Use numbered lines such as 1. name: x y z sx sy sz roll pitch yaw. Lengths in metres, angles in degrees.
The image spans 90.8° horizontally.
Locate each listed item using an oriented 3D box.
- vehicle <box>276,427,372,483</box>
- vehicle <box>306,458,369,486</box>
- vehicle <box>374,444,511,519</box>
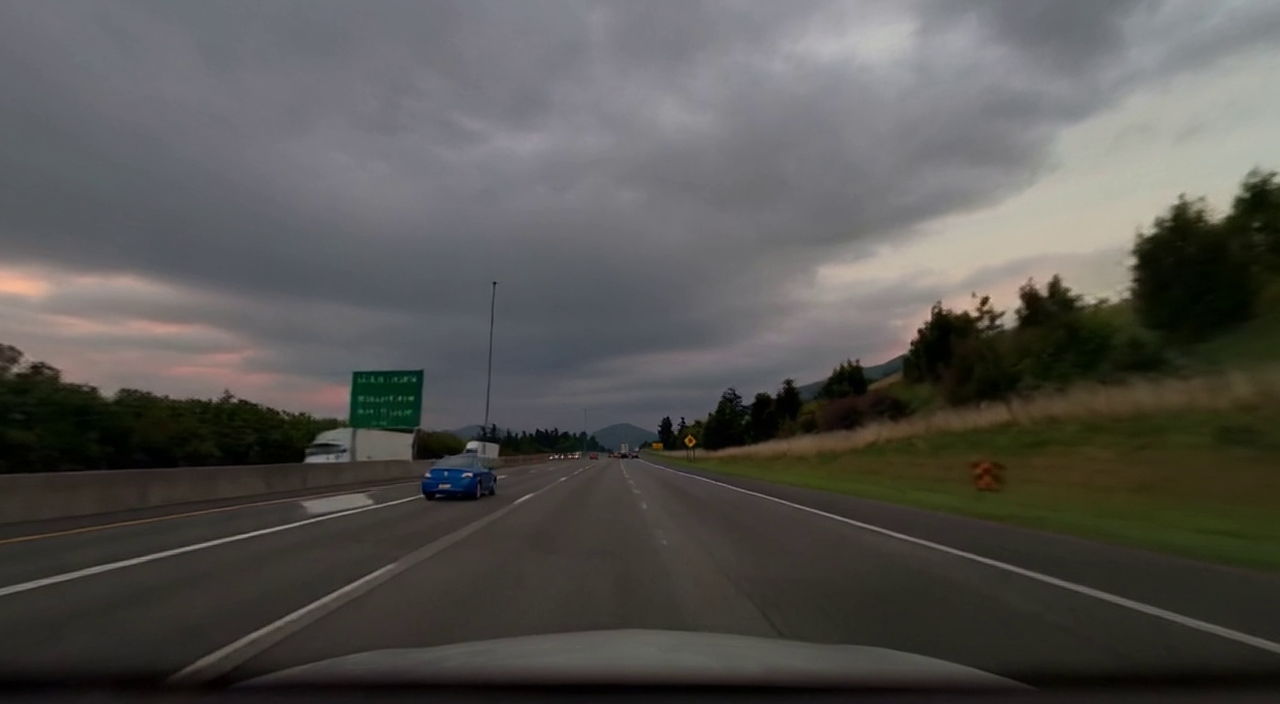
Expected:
1. vehicle: -22.239 7.319 44.914 3.788 3.644 6.022 0 -9 -2
2. vehicle: -17.693 7.012 37.099 1.766 1.456 3.905 0 -9 -1
3. vehicle: -4.566 3.040 15.290 2.121 1.537 3.852 0 -9 -1
